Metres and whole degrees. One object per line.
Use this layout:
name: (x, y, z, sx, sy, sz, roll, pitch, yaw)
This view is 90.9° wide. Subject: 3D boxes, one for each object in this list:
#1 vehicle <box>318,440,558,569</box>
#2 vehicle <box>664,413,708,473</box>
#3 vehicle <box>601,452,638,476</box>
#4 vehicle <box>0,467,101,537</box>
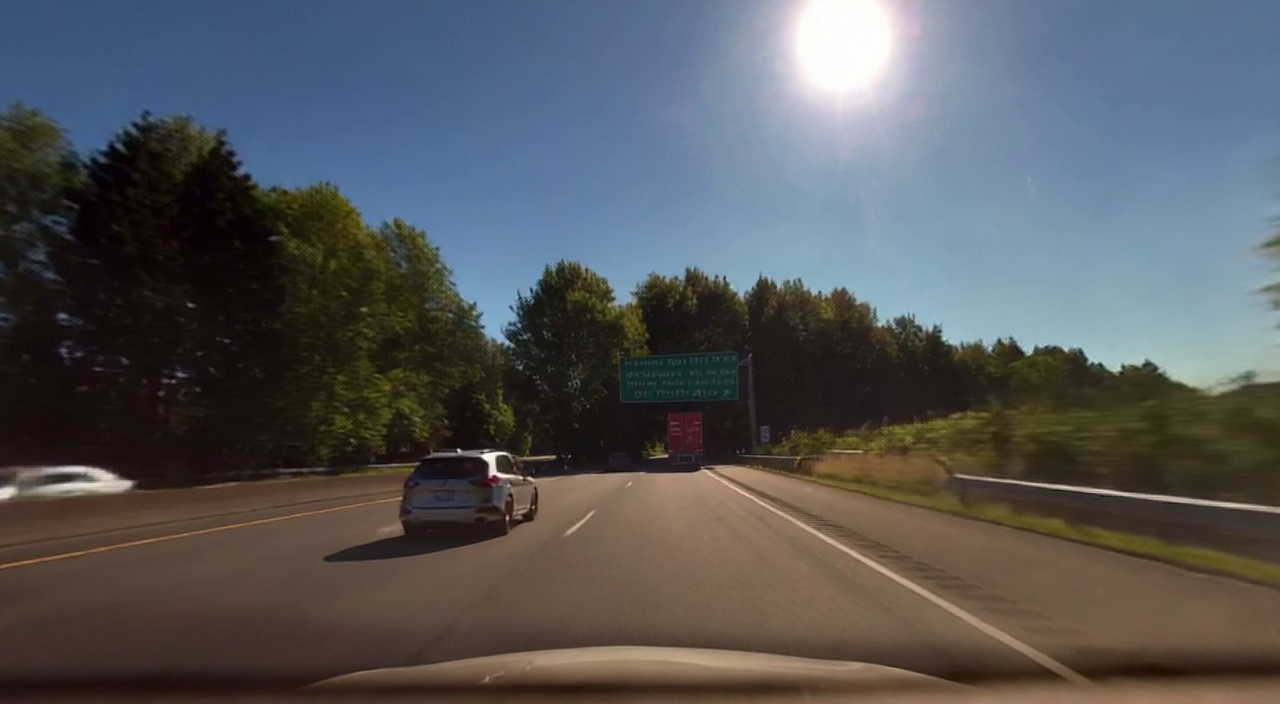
vehicle: (-2.755, 2.214, 9.976, 2.039, 1.532, 4.610, -1, -9, 3)
vehicle: (3.442, 7.306, 49.965, 2.960, 4.018, 13.834, -1, -9, 2)
vehicle: (-1.261, 7.196, 40.773, 2.045, 1.430, 3.951, -1, -9, 4)
vehicle: (-14.524, 3.257, 13.605, 1.844, 1.424, 4.319, -1, -9, 2)
